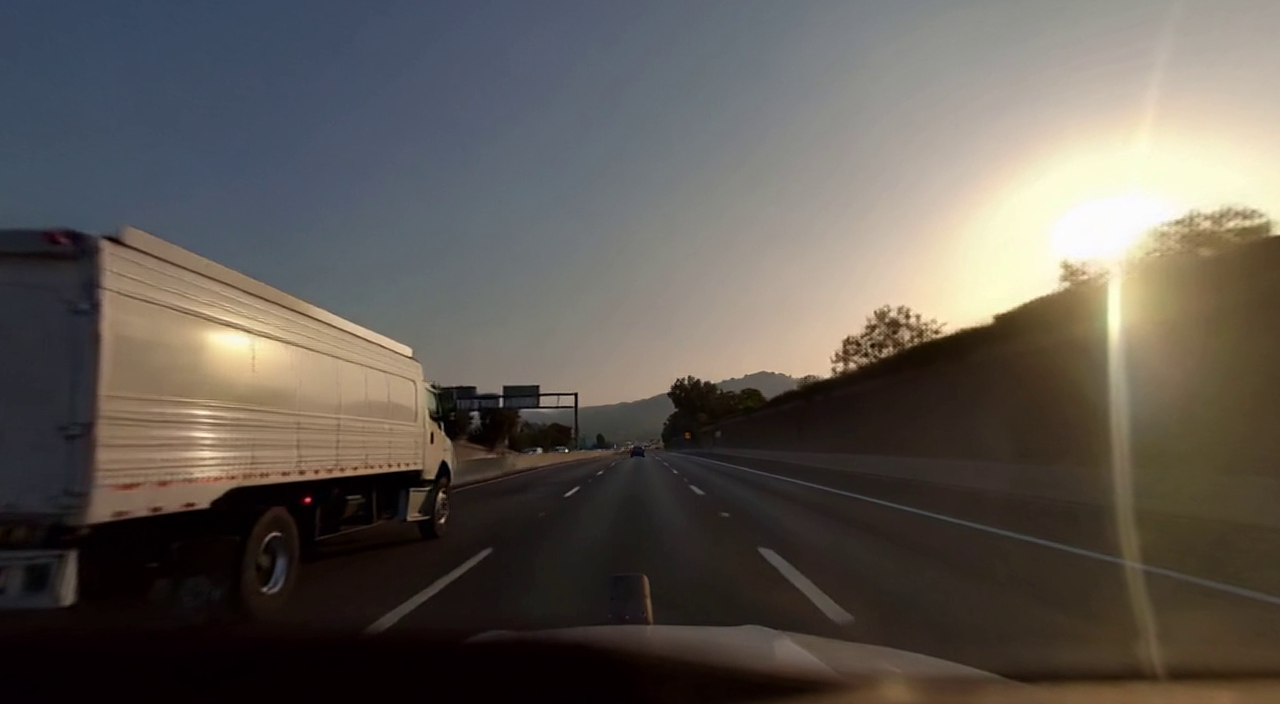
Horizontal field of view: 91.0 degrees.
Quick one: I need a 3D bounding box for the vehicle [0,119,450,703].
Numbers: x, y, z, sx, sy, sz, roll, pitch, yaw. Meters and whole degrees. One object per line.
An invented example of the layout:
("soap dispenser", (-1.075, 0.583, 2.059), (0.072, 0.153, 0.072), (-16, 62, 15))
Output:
("vehicle", (-3.924, 0.747, 5.490), (2.443, 2.586, 6.701), (0, -8, 0))
